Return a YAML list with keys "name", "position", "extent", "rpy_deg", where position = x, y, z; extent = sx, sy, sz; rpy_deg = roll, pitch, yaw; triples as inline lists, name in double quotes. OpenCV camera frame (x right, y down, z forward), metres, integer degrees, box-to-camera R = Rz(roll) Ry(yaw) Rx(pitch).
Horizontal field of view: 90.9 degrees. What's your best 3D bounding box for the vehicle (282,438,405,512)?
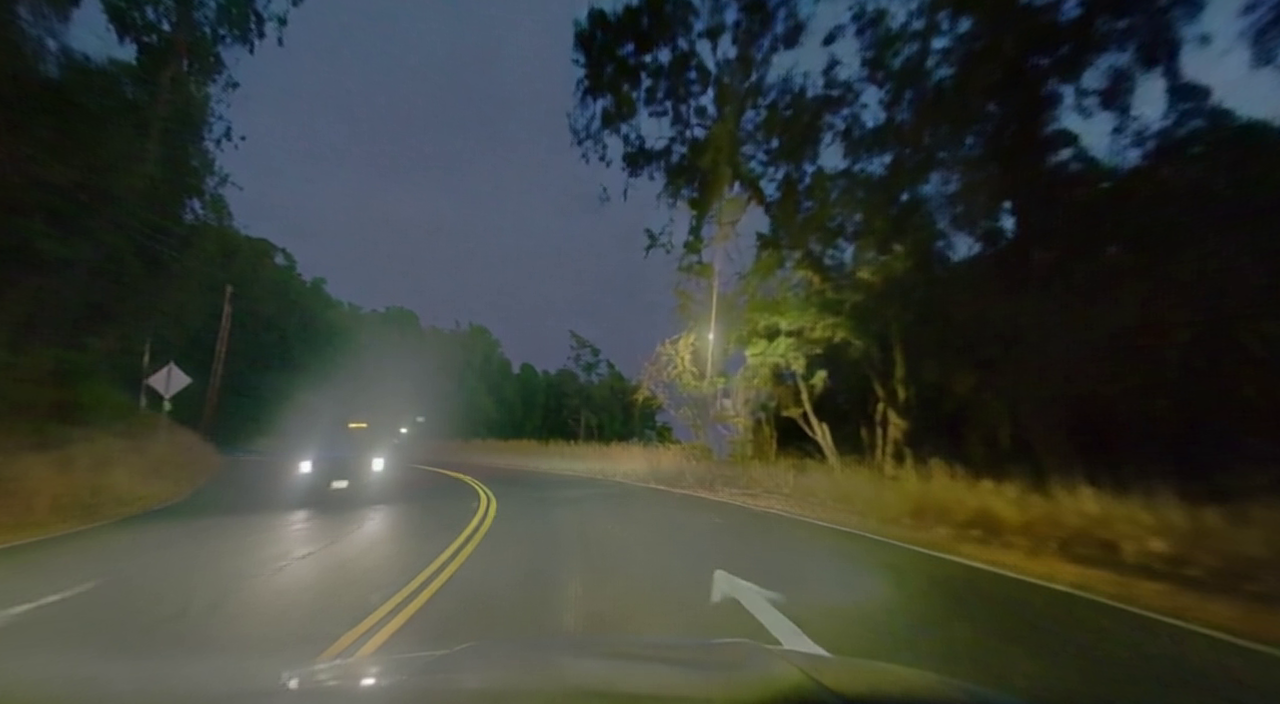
- name: "vehicle"
  position: [-6.840, 2.811, 15.066]
  extent: [2.063, 1.443, 4.488]
  rpy_deg: [2, -9, -18]
